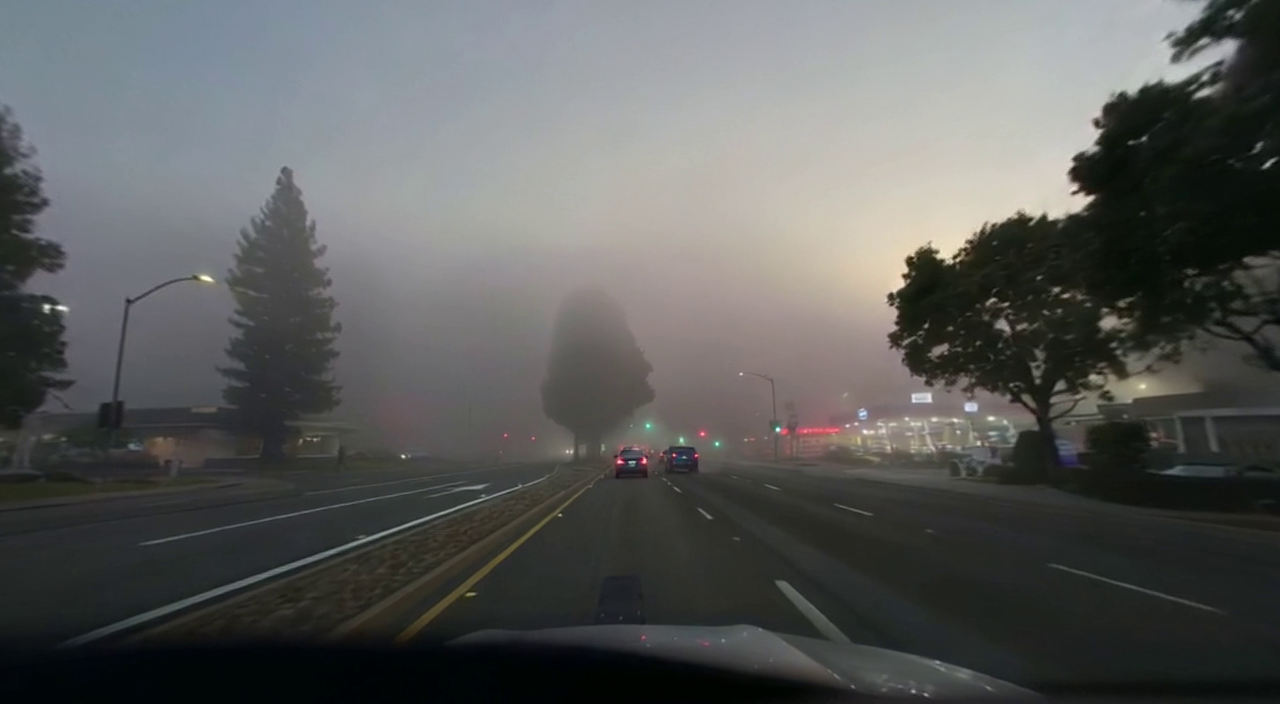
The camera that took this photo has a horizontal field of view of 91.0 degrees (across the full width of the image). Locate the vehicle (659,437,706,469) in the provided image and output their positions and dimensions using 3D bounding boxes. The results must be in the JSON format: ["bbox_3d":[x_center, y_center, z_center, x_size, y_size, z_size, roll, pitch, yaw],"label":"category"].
[{"bbox_3d":[2.887,7.084,44.280,2.731,2.101,6.047,1,-9,-2],"label":"vehicle"}]

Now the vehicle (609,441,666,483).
[{"bbox_3d":[-0.123,4.419,25.547,2.145,1.572,4.021,0,-9,-1],"label":"vehicle"}]
